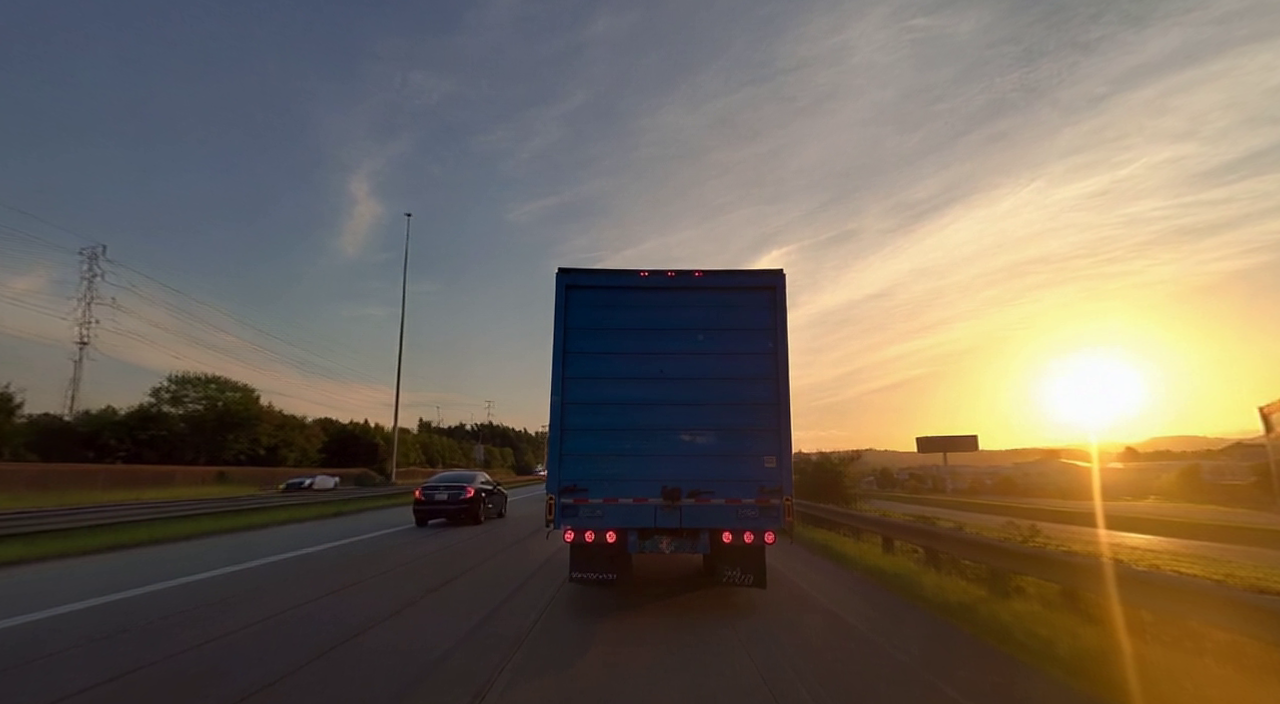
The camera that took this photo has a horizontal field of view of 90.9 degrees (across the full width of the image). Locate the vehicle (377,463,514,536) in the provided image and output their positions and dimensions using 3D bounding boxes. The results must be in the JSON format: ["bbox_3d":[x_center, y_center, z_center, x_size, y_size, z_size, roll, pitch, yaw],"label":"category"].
[{"bbox_3d":[-4.486,3.494,15.355,1.891,1.469,4.431,1,-11,0],"label":"vehicle"}]

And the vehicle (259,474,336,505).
[{"bbox_3d":[-18.840,7.555,34.857,1.868,1.579,4.060,0,-11,2],"label":"vehicle"}]

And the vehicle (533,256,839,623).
[{"bbox_3d":[0.599,1.545,10.429,2.831,3.529,8.689,0,-11,2],"label":"vehicle"}]
